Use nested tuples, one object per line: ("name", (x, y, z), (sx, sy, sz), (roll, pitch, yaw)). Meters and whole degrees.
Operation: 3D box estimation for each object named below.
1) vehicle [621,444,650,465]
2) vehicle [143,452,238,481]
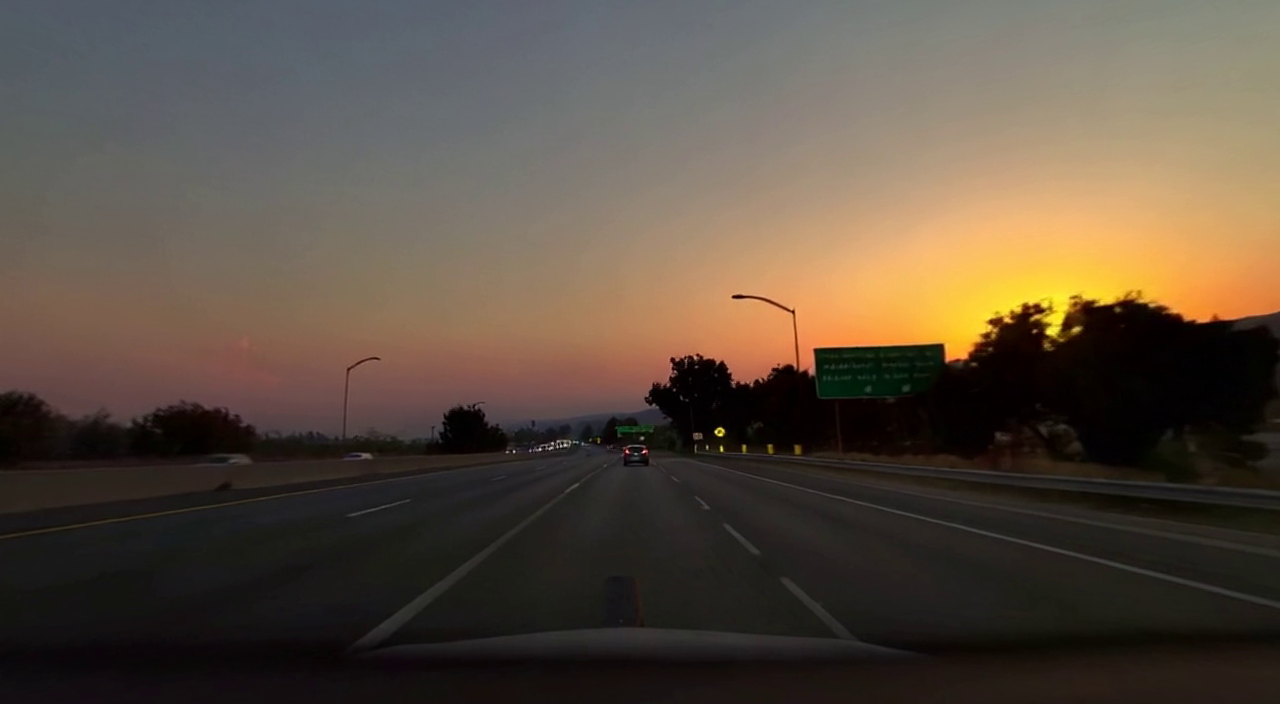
("vehicle", (-0.365, 7.506, 46.381), (2.025, 1.460, 4.189), (0, -9, -1))
("vehicle", (-25.832, 6.556, 36.555), (1.939, 1.501, 4.767), (0, -9, 0))
